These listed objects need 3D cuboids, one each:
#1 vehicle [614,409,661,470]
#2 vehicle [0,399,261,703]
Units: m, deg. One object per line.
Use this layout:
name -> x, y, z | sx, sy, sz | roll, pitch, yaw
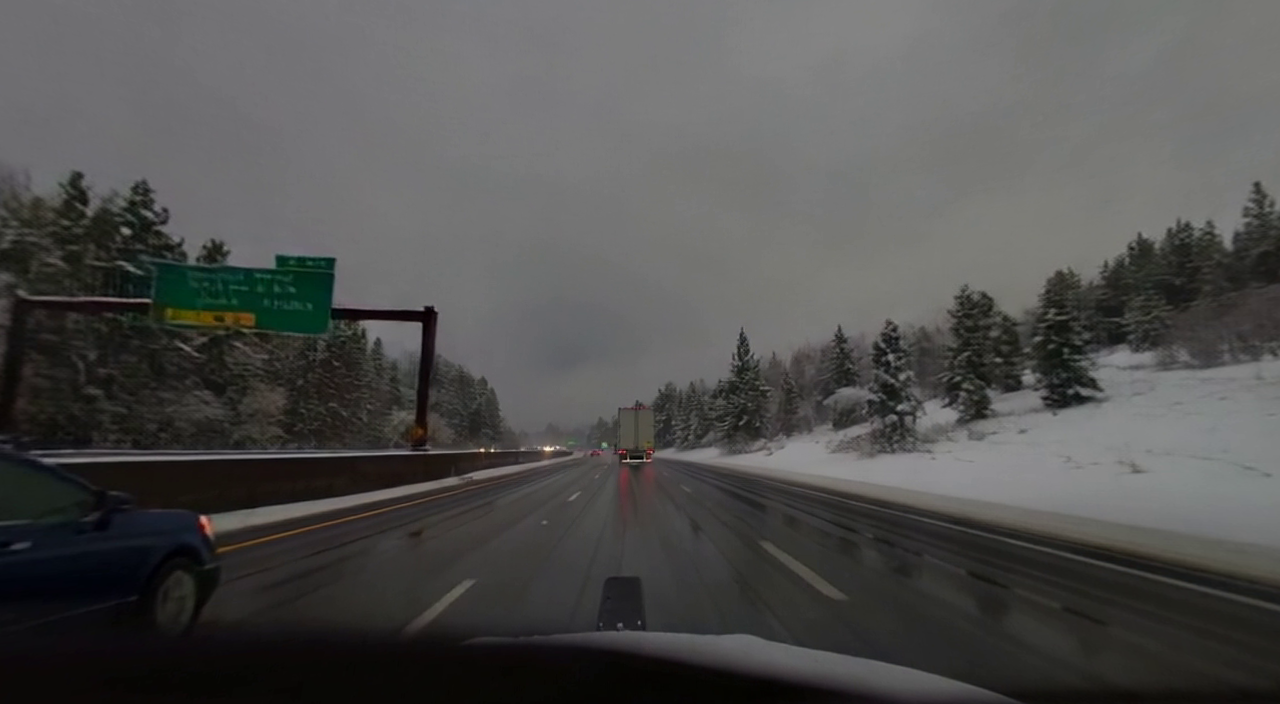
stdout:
vehicle -> -0.378, 6.579, 46.809 | 2.962, 3.953, 10.696 | 0, -9, -3
vehicle -> -3.828, 0.866, 2.152 | 2.080, 1.488, 4.781 | 0, -9, 0
